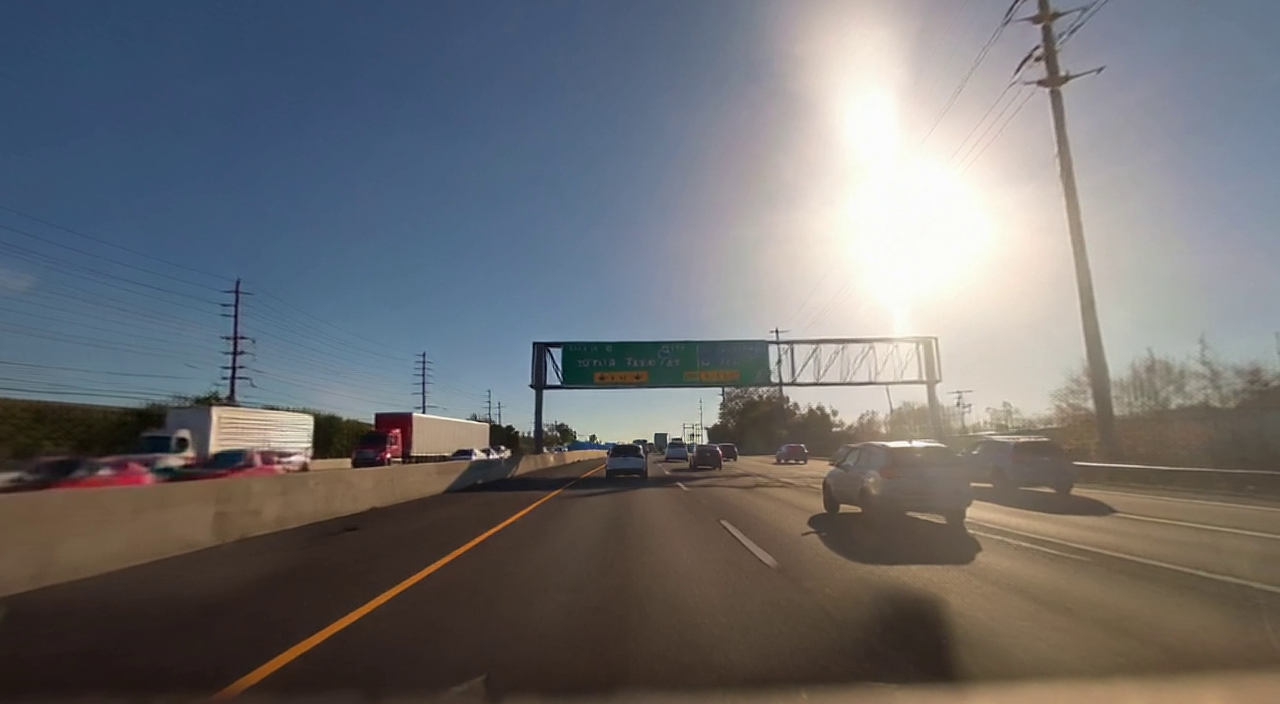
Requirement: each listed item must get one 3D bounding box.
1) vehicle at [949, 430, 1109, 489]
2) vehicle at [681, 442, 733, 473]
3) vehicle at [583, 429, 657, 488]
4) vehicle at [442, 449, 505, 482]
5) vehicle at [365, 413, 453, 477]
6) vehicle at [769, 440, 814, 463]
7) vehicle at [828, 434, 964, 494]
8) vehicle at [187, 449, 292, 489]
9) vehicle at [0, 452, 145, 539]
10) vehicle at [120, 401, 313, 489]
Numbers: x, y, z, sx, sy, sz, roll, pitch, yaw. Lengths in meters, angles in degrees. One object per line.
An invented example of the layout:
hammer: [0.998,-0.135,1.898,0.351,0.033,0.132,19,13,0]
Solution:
vehicle: [11.159,3.102,18.543,1.944,1.505,4.138,0,-8,-2]
vehicle: [3.310,5.319,32.178,1.934,1.461,4.368,1,-8,-3]
vehicle: [-0.640,3.663,21.979,2.298,1.809,4.359,0,-8,0]
vehicle: [-8.115,5.562,31.247,1.897,1.470,4.474,0,-8,0]
vehicle: [-15.620,6.389,43.550,3.032,3.968,8.215,0,-8,-1]
vehicle: [10.522,6.939,44.249,1.901,1.485,4.483,0,-8,-2]
vehicle: [6.952,3.074,17.747,1.958,1.473,4.201,0,-8,-1]
vehicle: [-18.381,5.358,29.310,1.866,1.689,4.569,0,-8,-1]
vehicle: [-12.154,2.680,12.048,1.872,1.465,4.455,0,-8,-1]
vehicle: [-22.705,5.176,35.165,2.958,4.081,11.148,0,-8,0]
